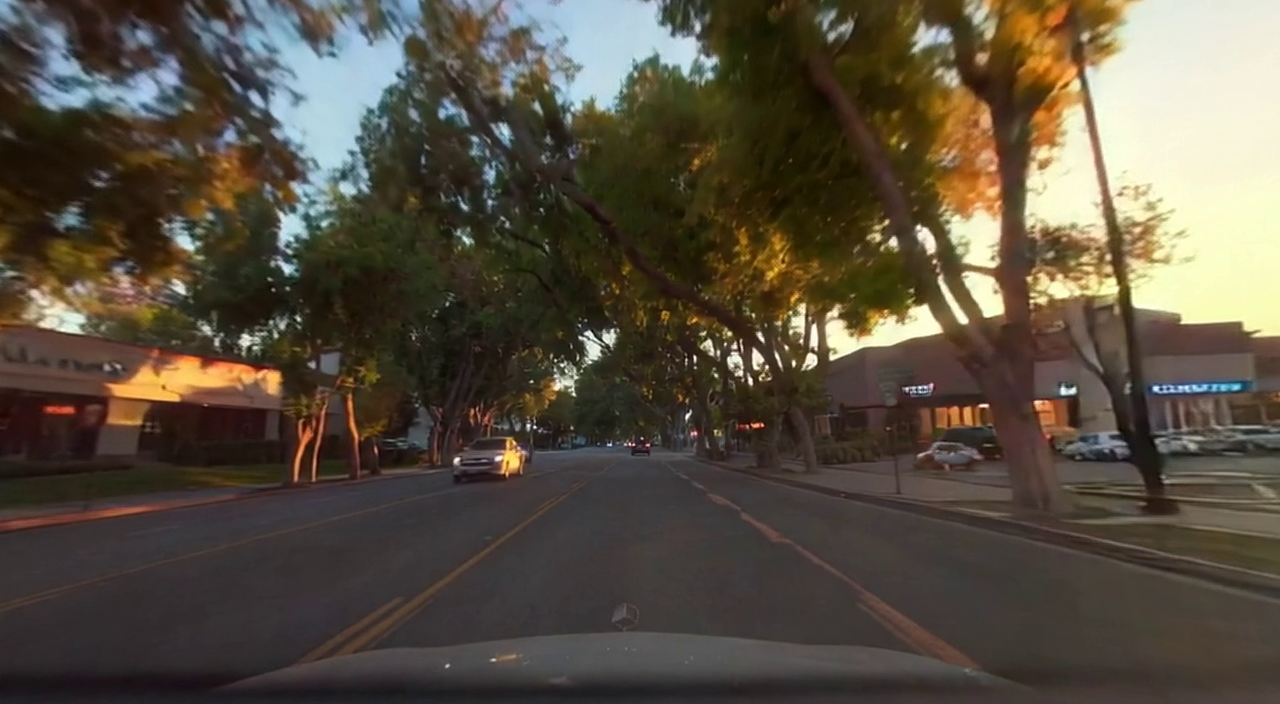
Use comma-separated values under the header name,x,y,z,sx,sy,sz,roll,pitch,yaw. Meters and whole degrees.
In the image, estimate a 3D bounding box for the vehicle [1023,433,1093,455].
name,x,y,z,sx,sy,sz,roll,pitch,yaw
vehicle,28.892,6.391,43.882,1.820,1.463,4.371,0,-8,-1

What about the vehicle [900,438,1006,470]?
name,x,y,z,sx,sy,sz,roll,pitch,yaw
vehicle,16.187,5.288,32.869,4.421,1.412,1.949,-2,-8,-1

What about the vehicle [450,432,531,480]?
name,x,y,z,sx,sy,sz,roll,pitch,yaw
vehicle,-6.689,4.718,28.973,2.437,1.986,5.135,0,-8,0
